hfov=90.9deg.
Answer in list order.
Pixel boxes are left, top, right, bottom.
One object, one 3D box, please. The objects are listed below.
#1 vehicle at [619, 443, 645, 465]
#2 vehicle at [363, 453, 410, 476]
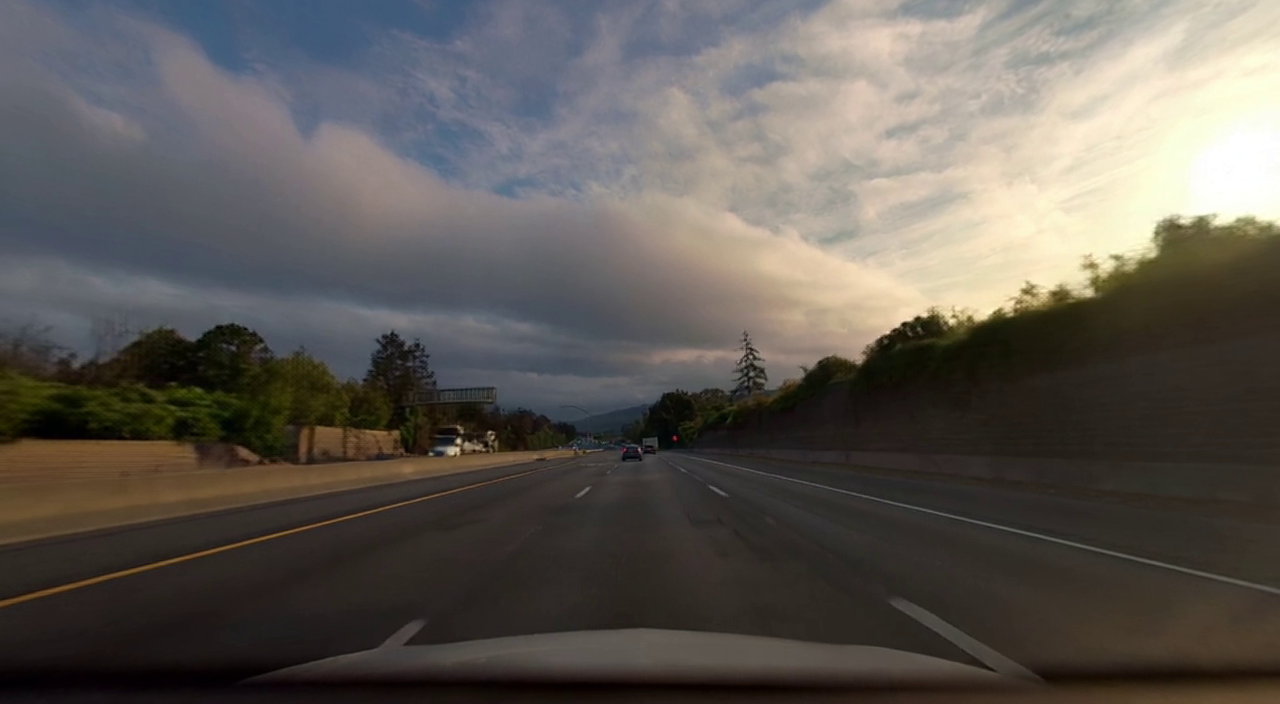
[{"bbox_3d":[-0.549,7.481,46.183,1.873,1.529,3.953,0,-9,0],"label":"vehicle"},{"bbox_3d":[-17.047,7.554,42.498,1.622,1.431,3.611,0,-9,0],"label":"vehicle"}]
